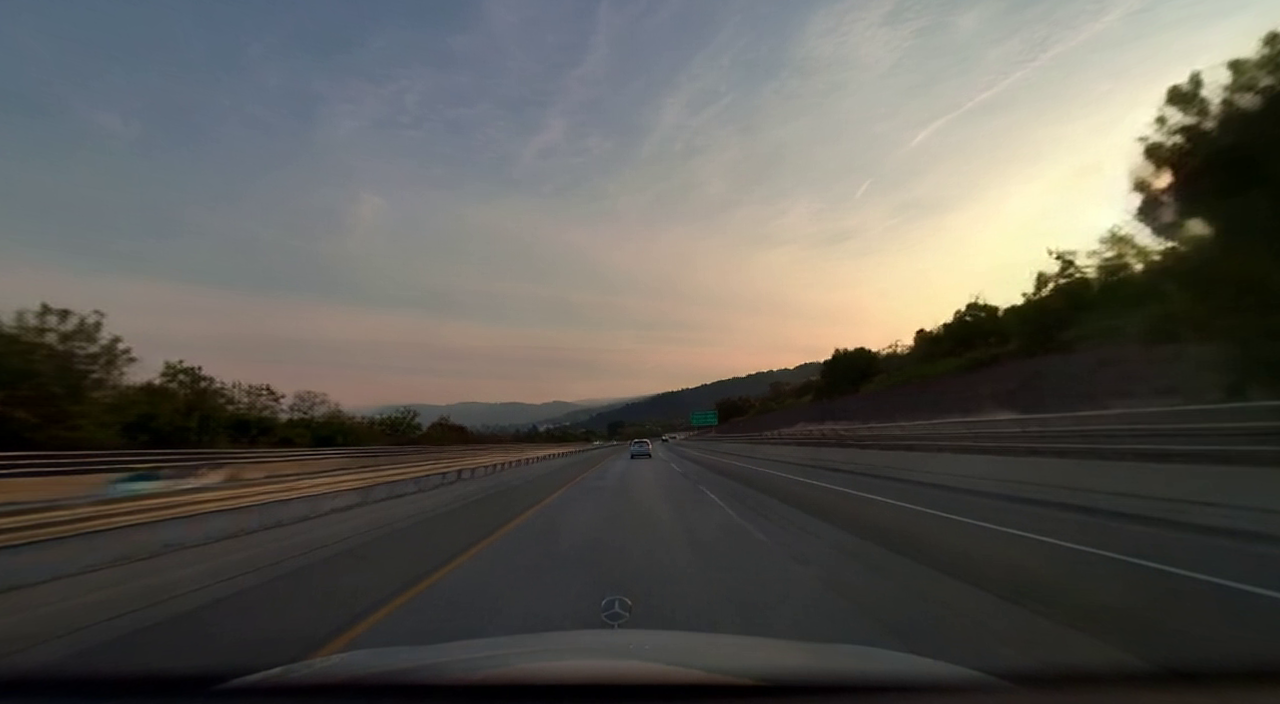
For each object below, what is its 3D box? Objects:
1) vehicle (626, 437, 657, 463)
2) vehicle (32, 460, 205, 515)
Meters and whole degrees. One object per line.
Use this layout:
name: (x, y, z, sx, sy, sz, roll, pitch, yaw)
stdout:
vehicle: (0.072, 6.853, 44.105, 2.059, 1.696, 4.165, 0, -8, -1)
vehicle: (-16.926, 4.371, 20.784, 2.019, 1.473, 4.338, 0, -8, -1)
